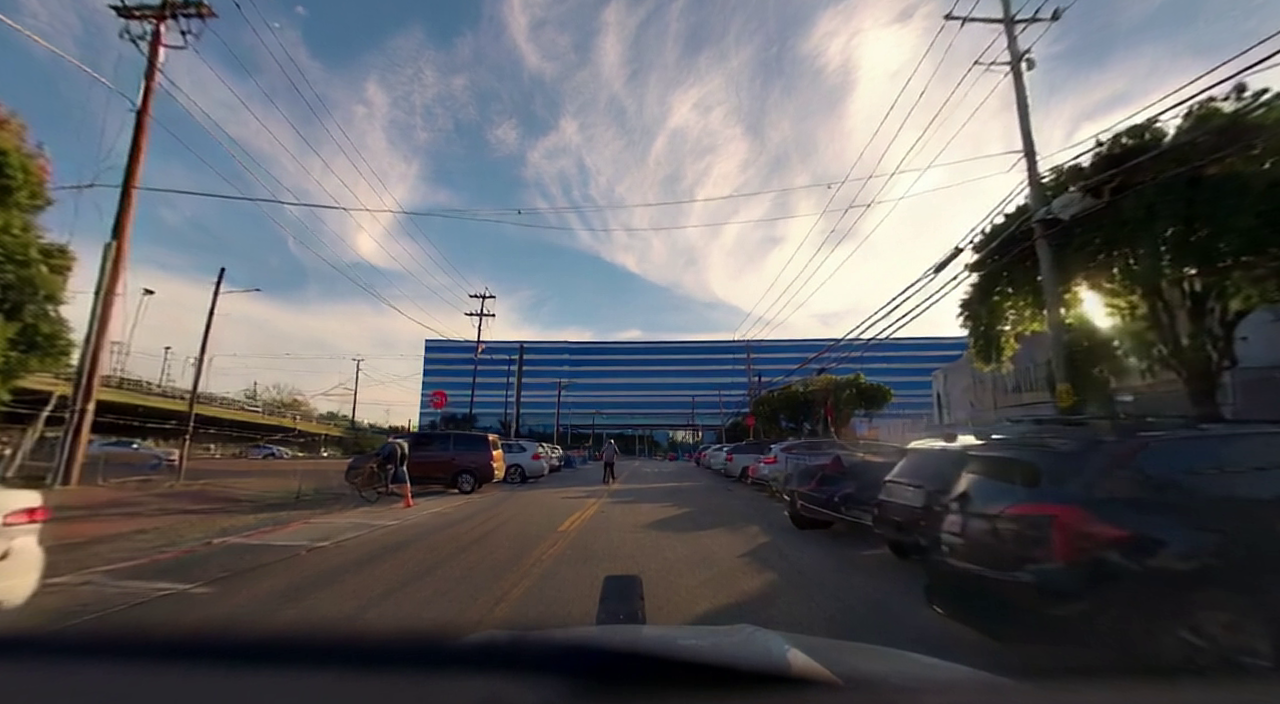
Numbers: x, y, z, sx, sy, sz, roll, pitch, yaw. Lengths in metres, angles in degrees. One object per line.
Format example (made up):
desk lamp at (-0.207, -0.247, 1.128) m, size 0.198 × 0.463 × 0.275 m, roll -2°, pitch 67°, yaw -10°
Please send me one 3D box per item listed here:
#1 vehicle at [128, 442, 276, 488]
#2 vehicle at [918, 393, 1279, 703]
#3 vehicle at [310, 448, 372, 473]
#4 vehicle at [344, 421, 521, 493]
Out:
vehicle at (-15.643, 4.045, 22.958) m, size 1.840 × 1.477 × 4.693 m, roll -1°, pitch -8°, yaw 3°
vehicle at (5.013, 1.128, 3.640) m, size 5.762 × 1.626 × 2.184 m, roll 0°, pitch -8°, yaw 1°
vehicle at (-19.046, 6.897, 40.480) m, size 1.834 × 1.459 × 4.181 m, roll 0°, pitch -8°, yaw 2°
vehicle at (-6.326, 3.269, 19.734) m, size 4.727 × 1.976 × 1.970 m, roll 2°, pitch -10°, yaw 2°
